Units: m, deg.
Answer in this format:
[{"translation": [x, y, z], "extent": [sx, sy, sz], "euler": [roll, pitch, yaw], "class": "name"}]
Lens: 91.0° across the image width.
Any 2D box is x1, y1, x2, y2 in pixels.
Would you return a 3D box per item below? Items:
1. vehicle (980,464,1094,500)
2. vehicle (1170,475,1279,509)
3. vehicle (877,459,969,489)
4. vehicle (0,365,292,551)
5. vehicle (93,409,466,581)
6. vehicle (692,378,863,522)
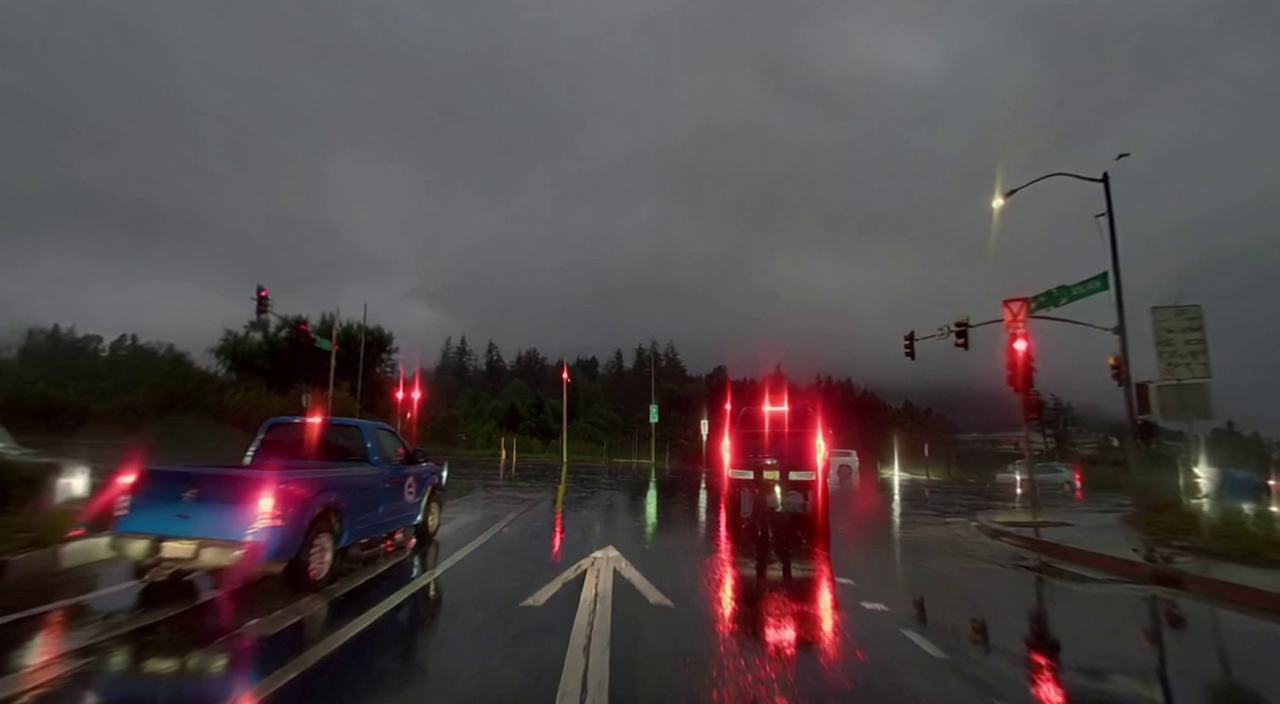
[{"translation": [20.205, 6.610, 32.208], "extent": [4.356, 1.498, 1.957], "euler": [-4, -8, 4], "class": "vehicle"}, {"translation": [29.614, 7.006, 31.645], "extent": [4.322, 1.522, 1.795], "euler": [0, -8, -1], "class": "vehicle"}, {"translation": [16.641, 7.175, 37.169], "extent": [4.537, 1.608, 1.827], "euler": [0, -8, 2], "class": "vehicle"}, {"translation": [-7.143, 1.368, 8.418], "extent": [2.068, 1.772, 4.944], "euler": [0, -8, 1], "class": "vehicle"}, {"translation": [-3.804, 1.590, 7.852], "extent": [1.913, 1.491, 4.547], "euler": [0, -8, 0], "class": "vehicle"}, {"translation": [2.963, 2.119, 13.836], "extent": [2.851, 2.400, 5.978], "euler": [-2, -9, 12], "class": "vehicle"}]
